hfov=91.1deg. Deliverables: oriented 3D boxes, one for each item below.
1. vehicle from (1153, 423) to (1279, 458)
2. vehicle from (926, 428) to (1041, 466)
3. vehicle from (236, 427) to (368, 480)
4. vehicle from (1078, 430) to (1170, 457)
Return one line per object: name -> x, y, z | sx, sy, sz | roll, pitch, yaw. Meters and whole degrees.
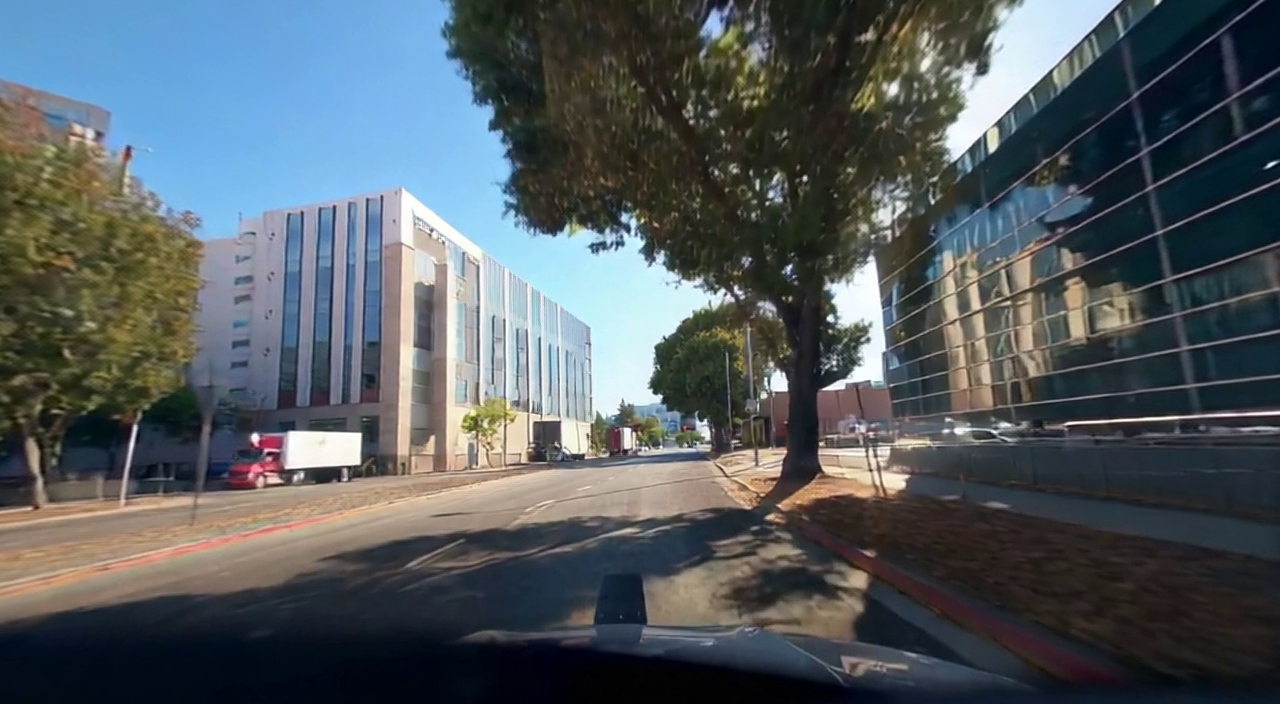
vehicle -> 26.852, 4.118, 29.102 | 4.307, 1.544, 1.949 | -1, -9, 7
vehicle -> 15.207, 4.227, 27.980 | 3.997, 1.579, 1.799 | -1, -10, 3
vehicle -> -19.414, 5.820, 36.678 | 2.166, 2.698, 7.006 | -7, -9, 20
vehicle -> 27.348, 5.212, 35.625 | 3.531, 1.414, 1.906 | -1, -9, 6
